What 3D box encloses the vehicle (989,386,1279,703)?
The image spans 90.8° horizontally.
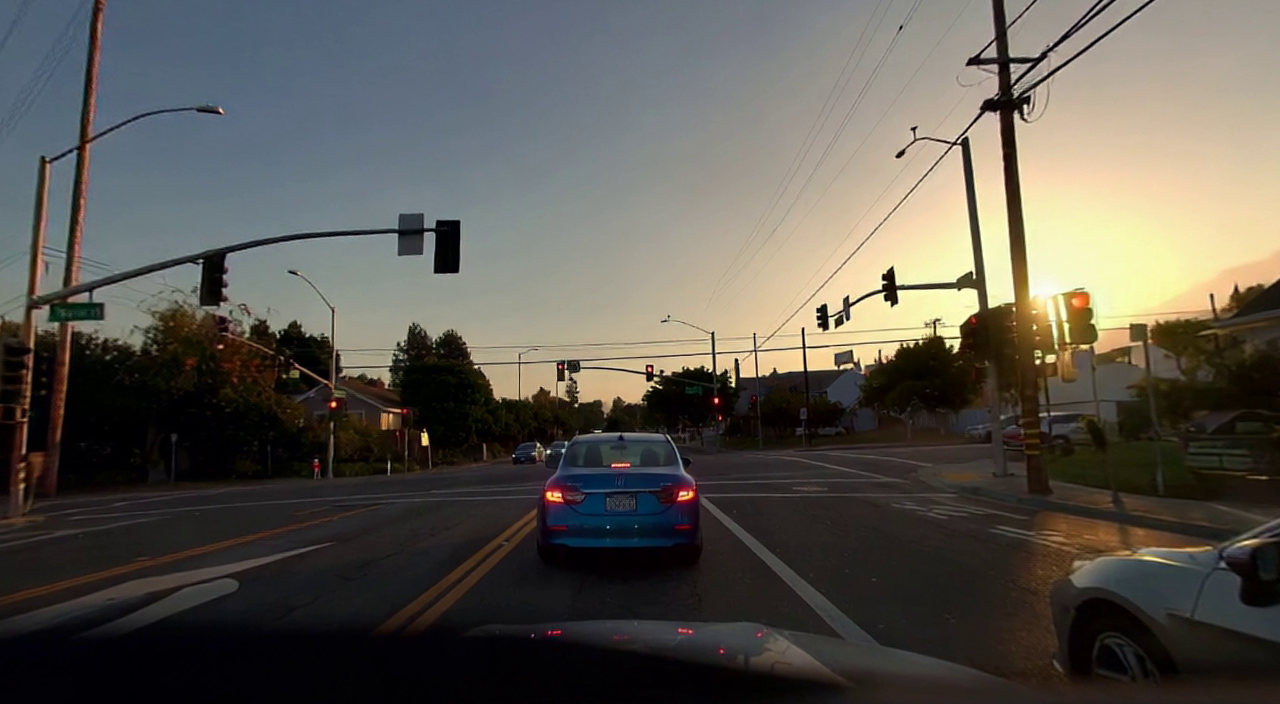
[{"bbox_3d":[2.928,0.822,1.702,1.860,1.494,3.707,0,-8,1],"label":"vehicle"}]

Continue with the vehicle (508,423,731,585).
[{"bbox_3d":[-0.224,1.730,8.032,2.061,1.485,4.196,0,-8,-1],"label":"vehicle"}]
